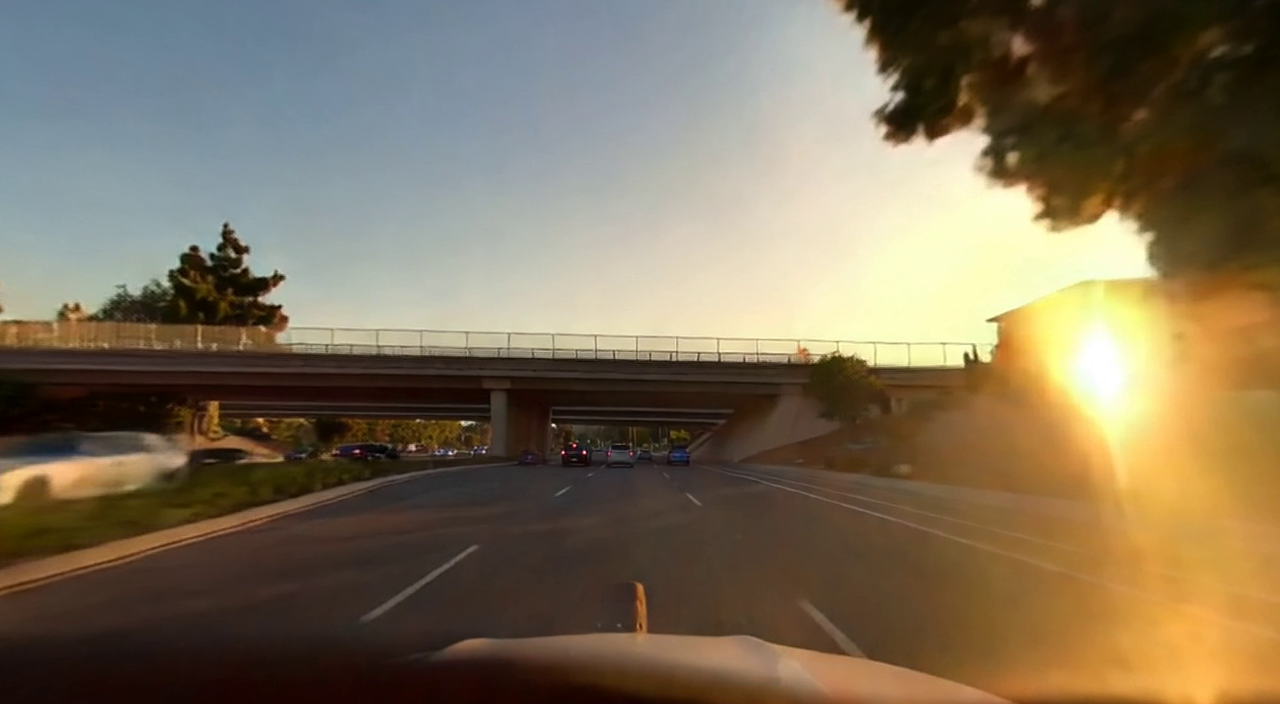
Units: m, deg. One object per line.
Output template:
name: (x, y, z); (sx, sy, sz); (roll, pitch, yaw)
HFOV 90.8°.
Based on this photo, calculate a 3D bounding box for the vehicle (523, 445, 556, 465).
vehicle: (-7.754, 7.973, 49.135); (2.007, 1.519, 4.366); (0, -8, -3)
